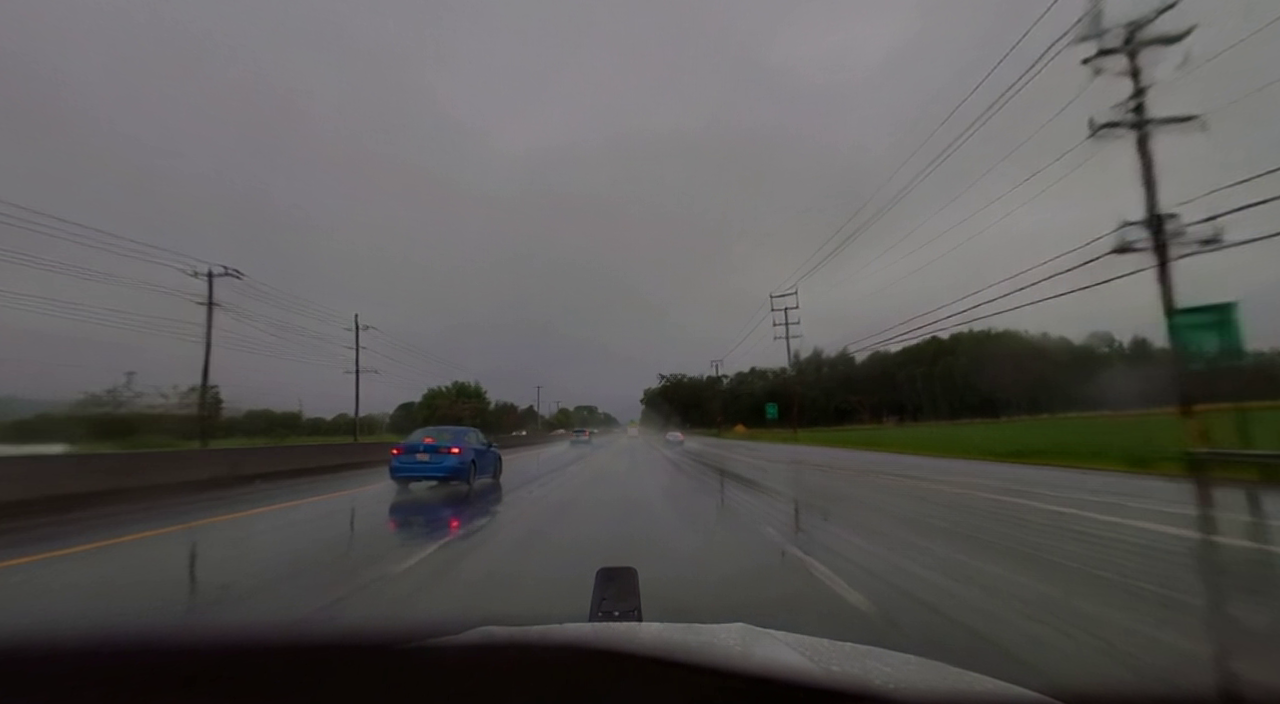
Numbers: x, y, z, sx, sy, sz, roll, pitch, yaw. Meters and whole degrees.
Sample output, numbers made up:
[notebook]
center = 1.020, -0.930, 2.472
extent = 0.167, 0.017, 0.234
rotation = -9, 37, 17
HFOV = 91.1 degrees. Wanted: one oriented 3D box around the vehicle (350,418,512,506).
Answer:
[vehicle]
center = -4.205, 2.266, 13.495
extent = 2.023, 1.580, 4.259
rotation = 0, -8, 0
